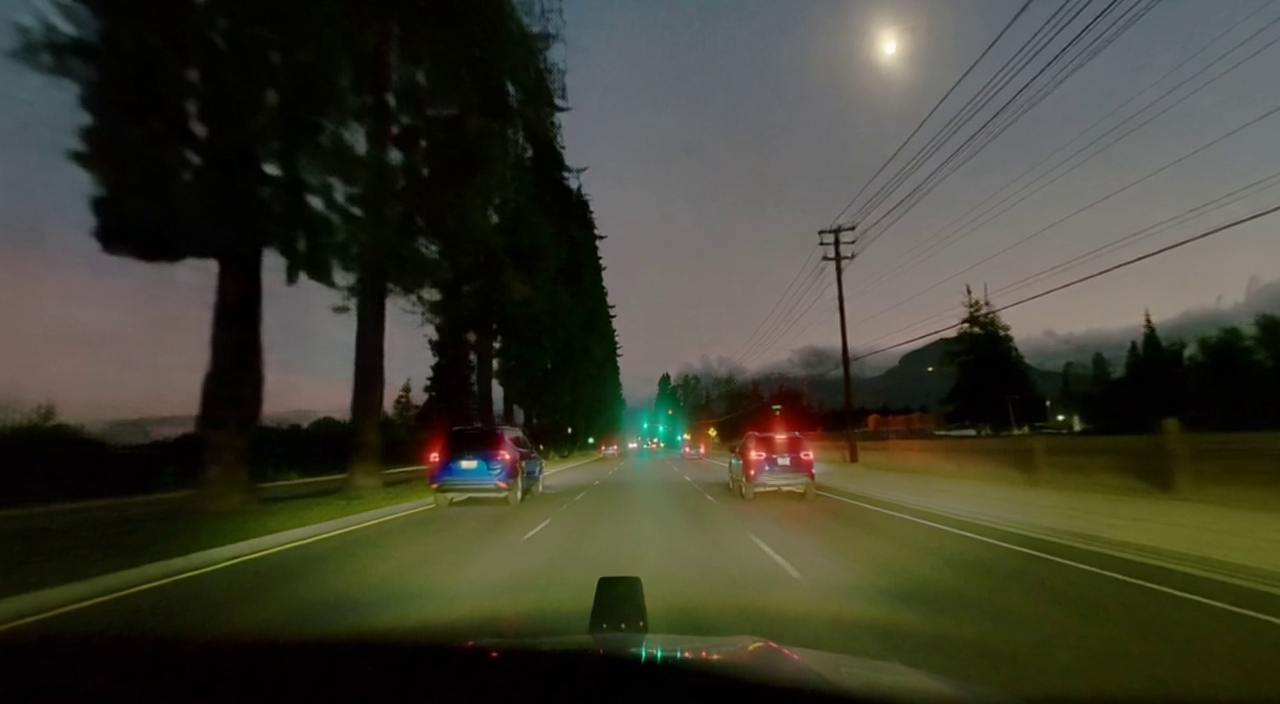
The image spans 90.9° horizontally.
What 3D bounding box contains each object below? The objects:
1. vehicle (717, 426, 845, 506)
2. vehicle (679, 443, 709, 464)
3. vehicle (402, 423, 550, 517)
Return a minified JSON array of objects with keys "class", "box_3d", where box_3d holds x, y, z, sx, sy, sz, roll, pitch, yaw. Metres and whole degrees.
[{"class":"vehicle","box_3d":[3.396,2.859,16.227,2.182,1.744,4.464,0,-9,-1]},{"class":"vehicle","box_3d":[4.015,7.654,47.517,1.906,1.468,4.422,0,-9,0]},{"class":"vehicle","box_3d":[-3.490,2.607,14.445,2.104,1.785,4.494,0,-9,1]}]
